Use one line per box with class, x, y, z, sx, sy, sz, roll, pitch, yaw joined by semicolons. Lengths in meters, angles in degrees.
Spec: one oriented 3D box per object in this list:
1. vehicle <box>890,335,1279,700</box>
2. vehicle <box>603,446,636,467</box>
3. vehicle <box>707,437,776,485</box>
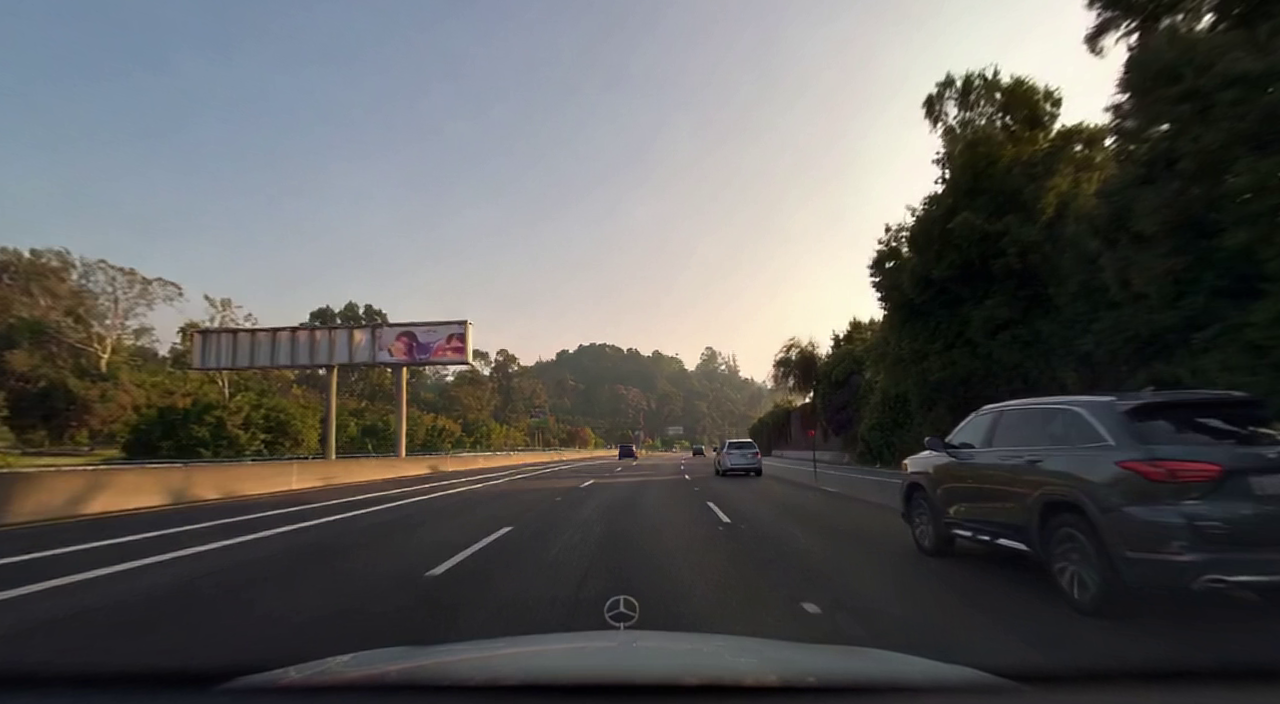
vehicle;4.131;1.162;5.459;2.165;1.881;4.274;0;-9;0
vehicle;-1.470;7.703;46.709;1.972;1.444;4.191;-1;-9;4
vehicle;3.952;4.343;25.473;2.075;1.743;4.410;0;-9;0
